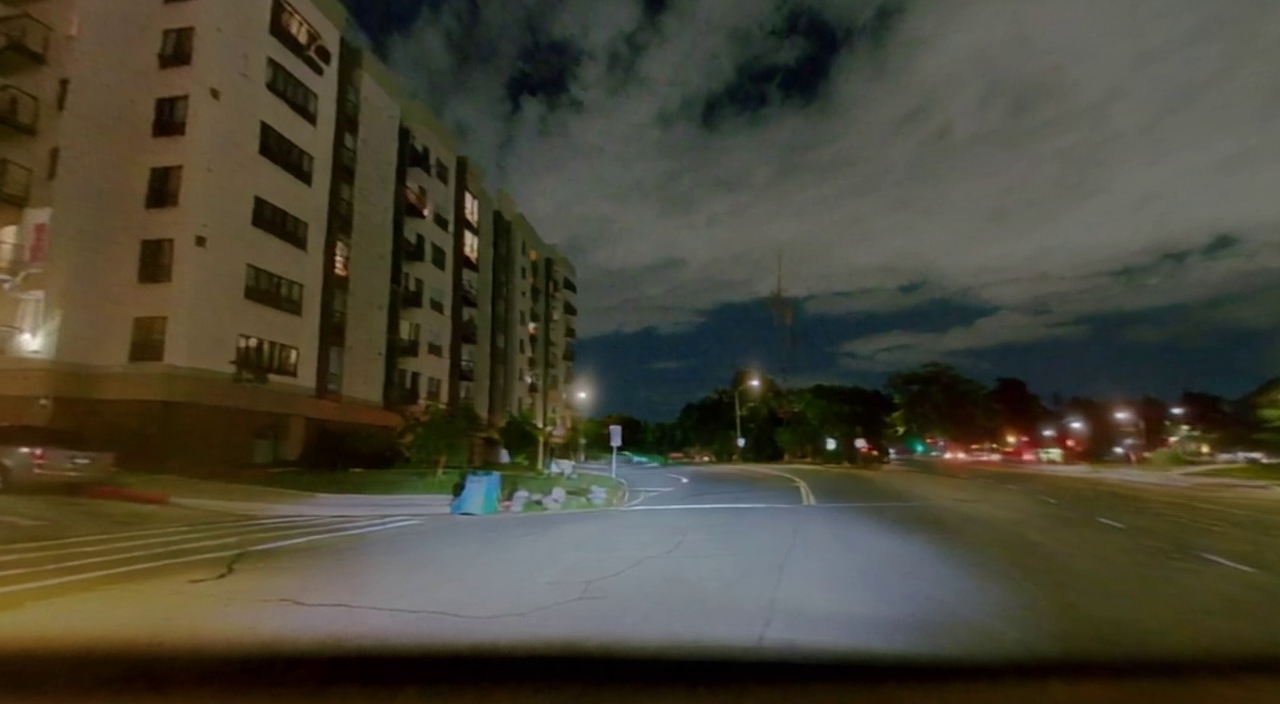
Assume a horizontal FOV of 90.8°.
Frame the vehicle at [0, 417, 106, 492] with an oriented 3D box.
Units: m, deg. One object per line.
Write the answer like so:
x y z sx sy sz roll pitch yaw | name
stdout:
-14.204 2.220 13.800 4.322 1.436 1.827 -3 -9 19 | vehicle
